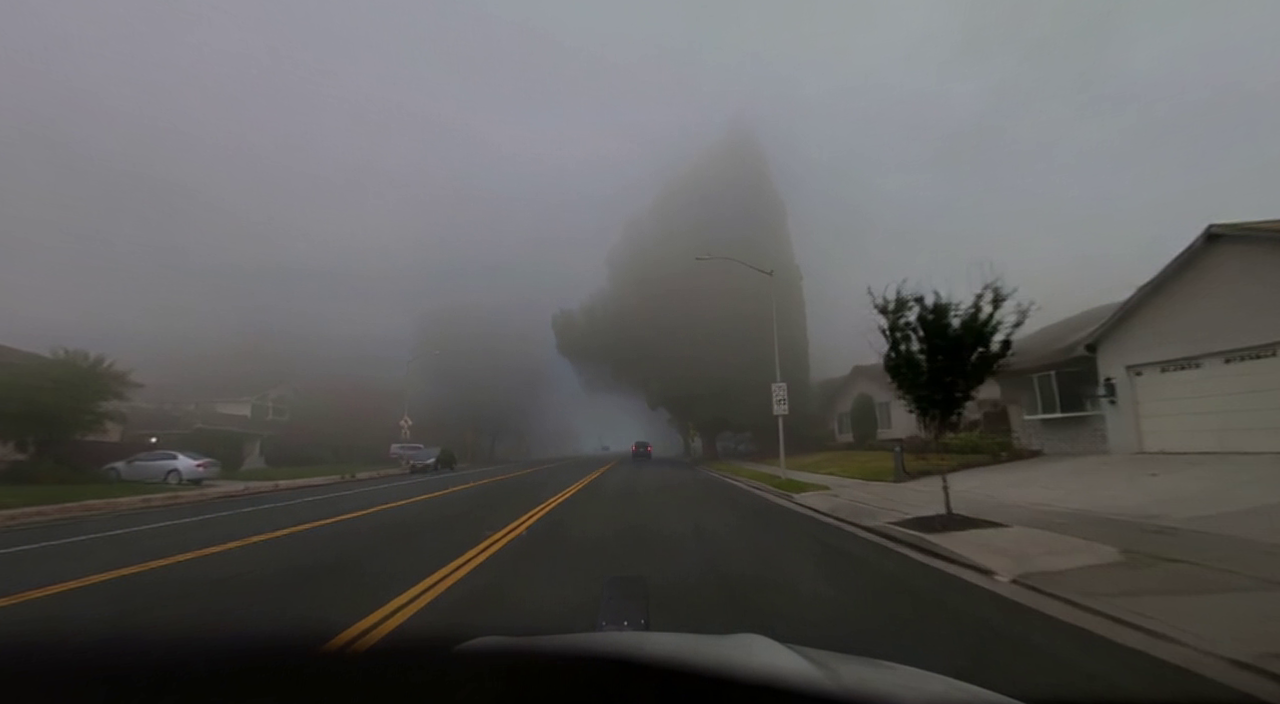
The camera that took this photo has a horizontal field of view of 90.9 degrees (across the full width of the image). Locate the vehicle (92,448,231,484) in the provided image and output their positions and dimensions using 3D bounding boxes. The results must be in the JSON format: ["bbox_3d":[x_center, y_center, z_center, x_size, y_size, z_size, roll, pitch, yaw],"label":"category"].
[{"bbox_3d":[-22.861,5.441,30.297,4.791,1.564,2.125,0,-9,-5],"label":"vehicle"}]

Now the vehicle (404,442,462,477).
[{"bbox_3d":[-14.226,7.383,43.704,2.337,1.850,5.448,-4,-6,-2],"label":"vehicle"}]
